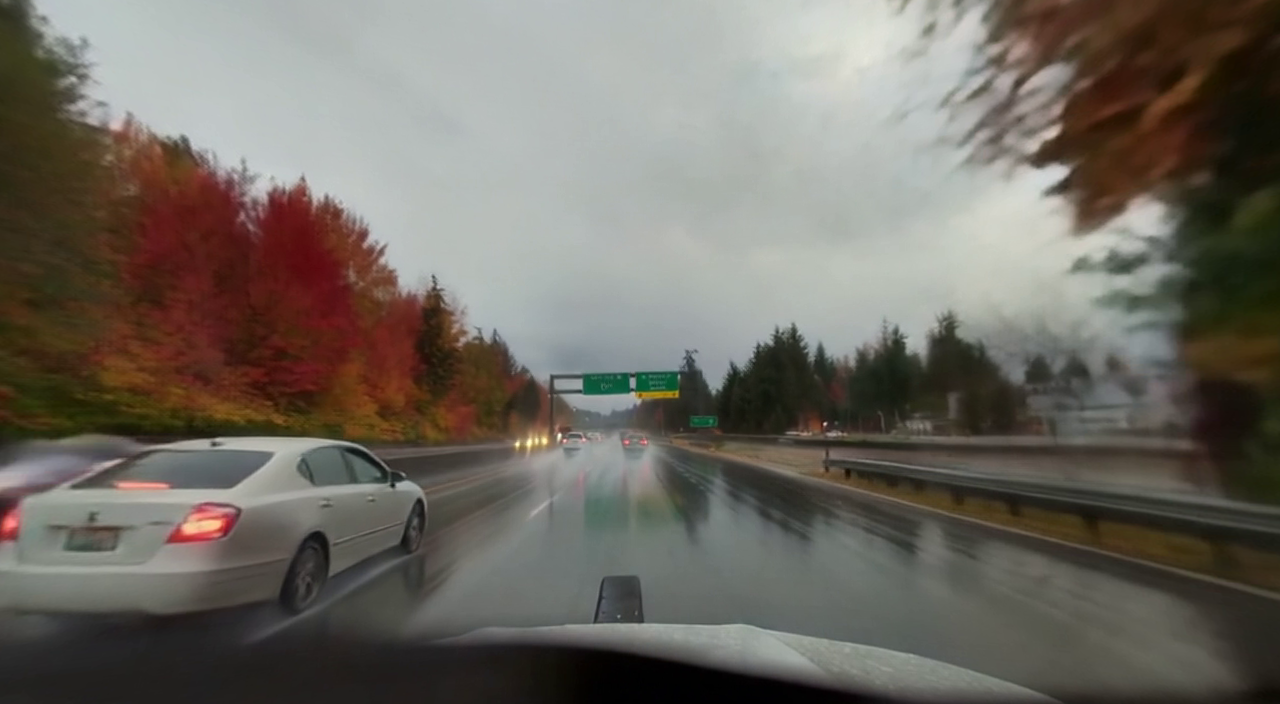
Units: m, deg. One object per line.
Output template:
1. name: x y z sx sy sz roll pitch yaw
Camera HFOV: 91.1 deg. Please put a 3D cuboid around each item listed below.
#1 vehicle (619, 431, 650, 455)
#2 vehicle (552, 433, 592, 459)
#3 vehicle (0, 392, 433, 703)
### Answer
1. vehicle: -0.412 6.368 44.029 2.054 1.609 3.859 0 -8 -1
2. vehicle: -4.271 5.940 39.940 2.071 1.524 4.398 0 -8 0
3. vehicle: -3.429 1.248 4.987 1.989 1.497 4.645 0 -8 0
